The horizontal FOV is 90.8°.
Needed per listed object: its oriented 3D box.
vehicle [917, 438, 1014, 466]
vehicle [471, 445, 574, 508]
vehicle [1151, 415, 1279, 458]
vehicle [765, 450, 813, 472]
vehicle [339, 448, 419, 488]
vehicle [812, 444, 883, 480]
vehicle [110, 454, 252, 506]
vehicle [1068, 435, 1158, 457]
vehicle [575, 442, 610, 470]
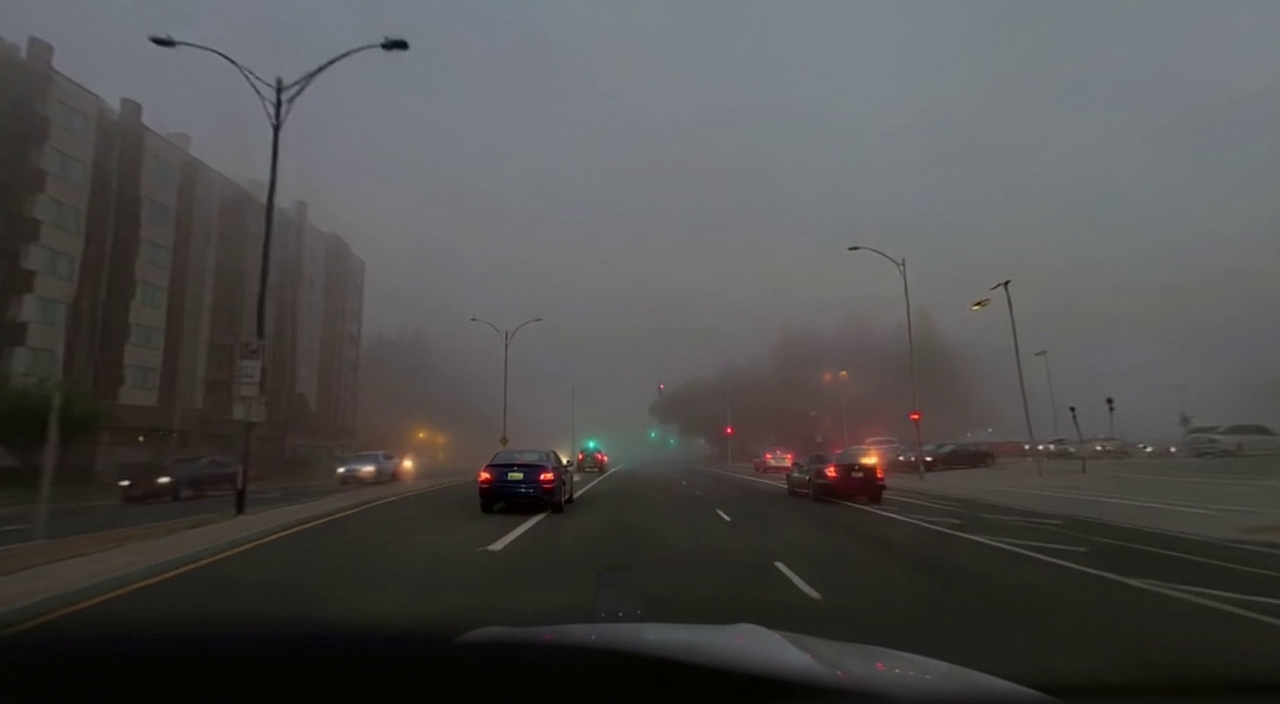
[{"bbox_3d":[18.486,5.681,36.044,4.416,1.519,1.988,-1,-9,2],"label":"vehicle"},{"bbox_3d":[-2.991,3.263,17.045,2.144,1.447,4.421,0,-9,-3],"label":"vehicle"},{"bbox_3d":[33.318,4.941,36.670,5.156,2.086,2.144,-3,-10,1],"label":"vehicle"},{"bbox_3d":[10.268,7.541,43.846,2.045,1.418,4.869,0,-9,-1],"label":"vehicle"},{"bbox_3d":[-10.943,4.861,26.768,1.867,1.524,3.654,0,-9,-1],"label":"vehicle"},{"bbox_3d":[10.403,5.542,32.043,1.975,1.677,4.400,0,-9,-1],"label":"vehicle"},{"bbox_3d":[-14.301,3.973,19.976,1.808,1.444,3.609,0,-9,-1],"label":"vehicle"},{"bbox_3d":[34.717,6.937,46.503,4.771,1.577,2.205,-1,-9,3],"label":"vehicle"},{"bbox_3d":[-3.398,7.593,46.355,2.220,1.888,4.904,0,-9,0],"label":"vehicle"}]
